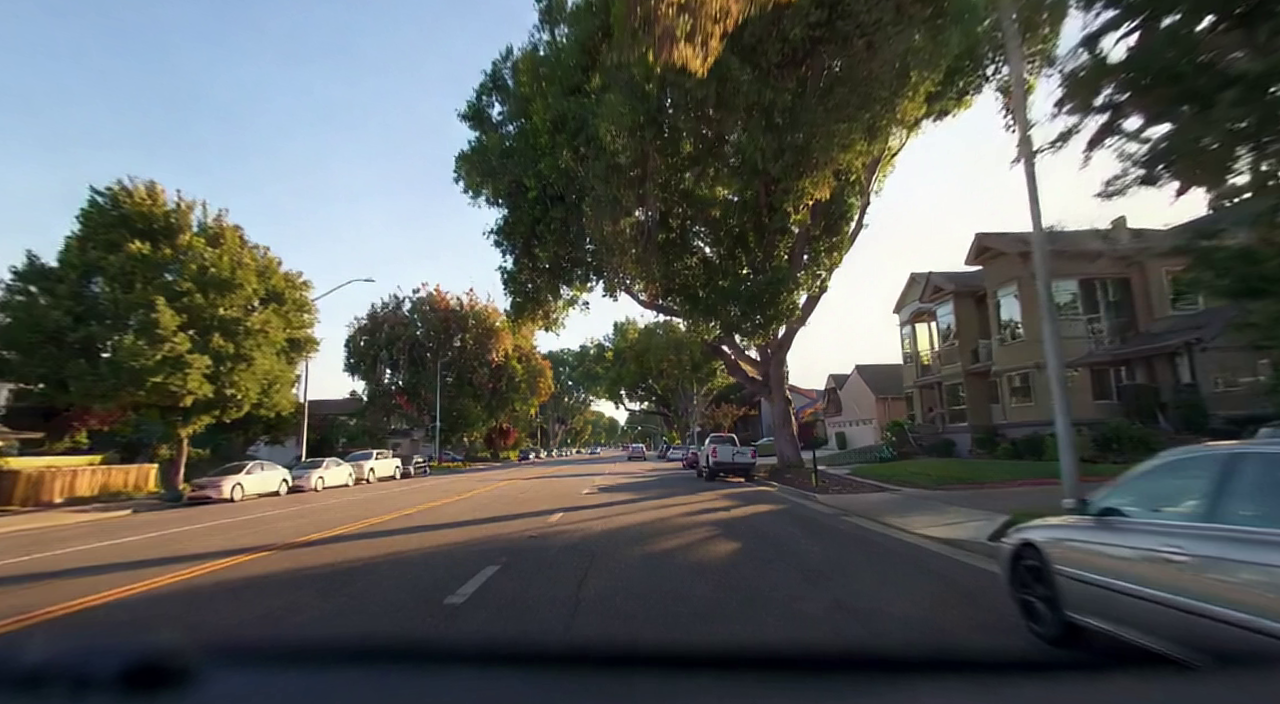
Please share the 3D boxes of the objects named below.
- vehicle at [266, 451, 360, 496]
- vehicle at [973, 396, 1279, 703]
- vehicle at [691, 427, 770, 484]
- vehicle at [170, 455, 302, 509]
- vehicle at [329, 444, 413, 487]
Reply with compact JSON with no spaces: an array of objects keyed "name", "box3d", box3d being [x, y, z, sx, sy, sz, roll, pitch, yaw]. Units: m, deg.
[{"name":"vehicle","box3d":[-13.949,5.158,27.232,1.772,1.736,4.020,0,-9,1]},{"name":"vehicle","box3d":[3.795,0.974,2.559,2.071,1.610,5.193,0,-9,0]},{"name":"vehicle","box3d":[3.511,4.227,26.000,2.327,2.026,6.259,0,-9,0]},{"name":"vehicle","box3d":[-13.985,4.496,22.180,2.017,1.574,4.024,-4,-10,-1]},{"name":"vehicle","box3d":[-13.963,5.912,33.158,2.213,1.903,5.326,-5,-9,-2]}]
